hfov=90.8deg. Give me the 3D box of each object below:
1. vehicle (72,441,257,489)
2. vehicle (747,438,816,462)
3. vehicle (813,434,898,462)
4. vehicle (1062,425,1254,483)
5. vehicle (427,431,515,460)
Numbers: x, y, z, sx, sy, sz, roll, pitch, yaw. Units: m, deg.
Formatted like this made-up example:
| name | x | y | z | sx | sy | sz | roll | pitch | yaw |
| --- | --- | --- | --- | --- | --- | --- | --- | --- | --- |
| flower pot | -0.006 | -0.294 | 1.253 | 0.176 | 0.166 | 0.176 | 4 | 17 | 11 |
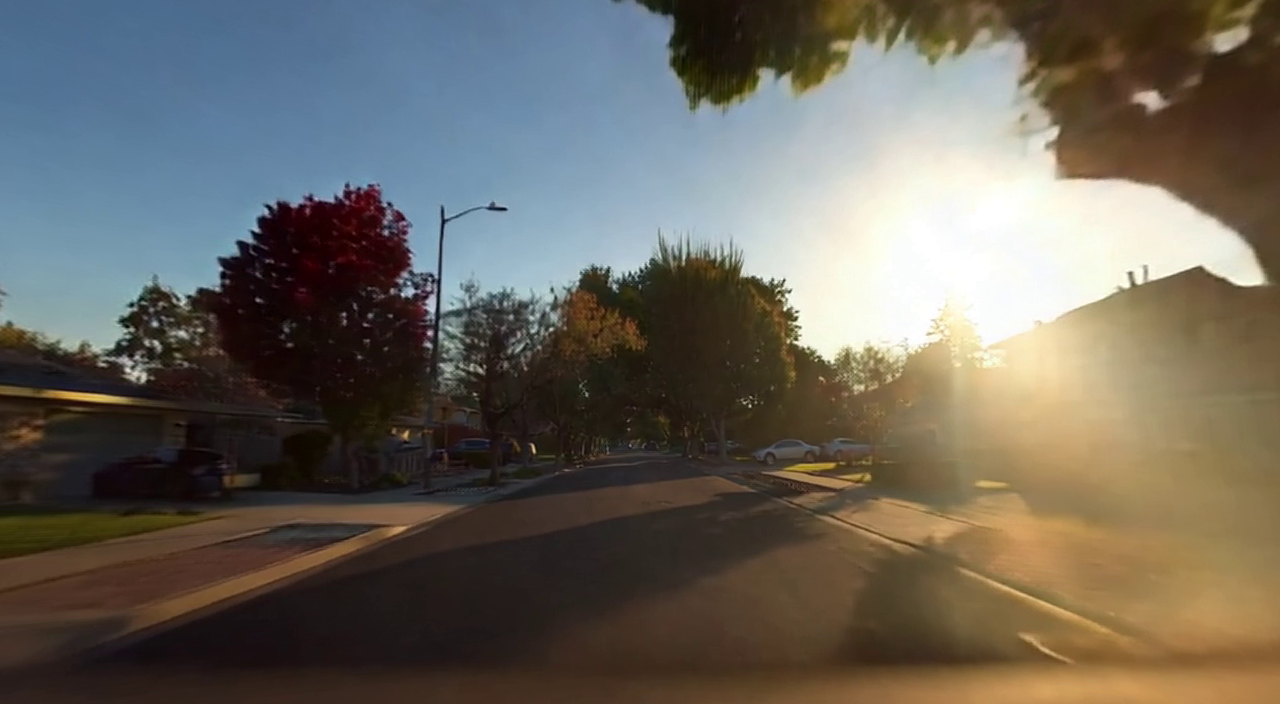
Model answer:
| name | x | y | z | sx | sy | sz | roll | pitch | yaw |
| --- | --- | --- | --- | --- | --- | --- | --- | --- | --- |
| vehicle | -14.344 | 3.405 | 19.249 | 4.138 | 1.355 | 1.808 | 0 | -8 | -1 |
| vehicle | 10.303 | 7.173 | 46.239 | 4.582 | 1.719 | 1.947 | 0 | -8 | 0 |
| vehicle | 15.803 | 7.079 | 46.563 | 5.395 | 1.917 | 2.153 | 0 | -9 | -1 |
| vehicle | 16.445 | 3.236 | 20.224 | 4.495 | 1.724 | 1.943 | 1 | -9 | -4 |
| vehicle | -11.974 | 6.665 | 45.004 | 5.618 | 1.997 | 2.201 | 0 | -8 | -1 |
